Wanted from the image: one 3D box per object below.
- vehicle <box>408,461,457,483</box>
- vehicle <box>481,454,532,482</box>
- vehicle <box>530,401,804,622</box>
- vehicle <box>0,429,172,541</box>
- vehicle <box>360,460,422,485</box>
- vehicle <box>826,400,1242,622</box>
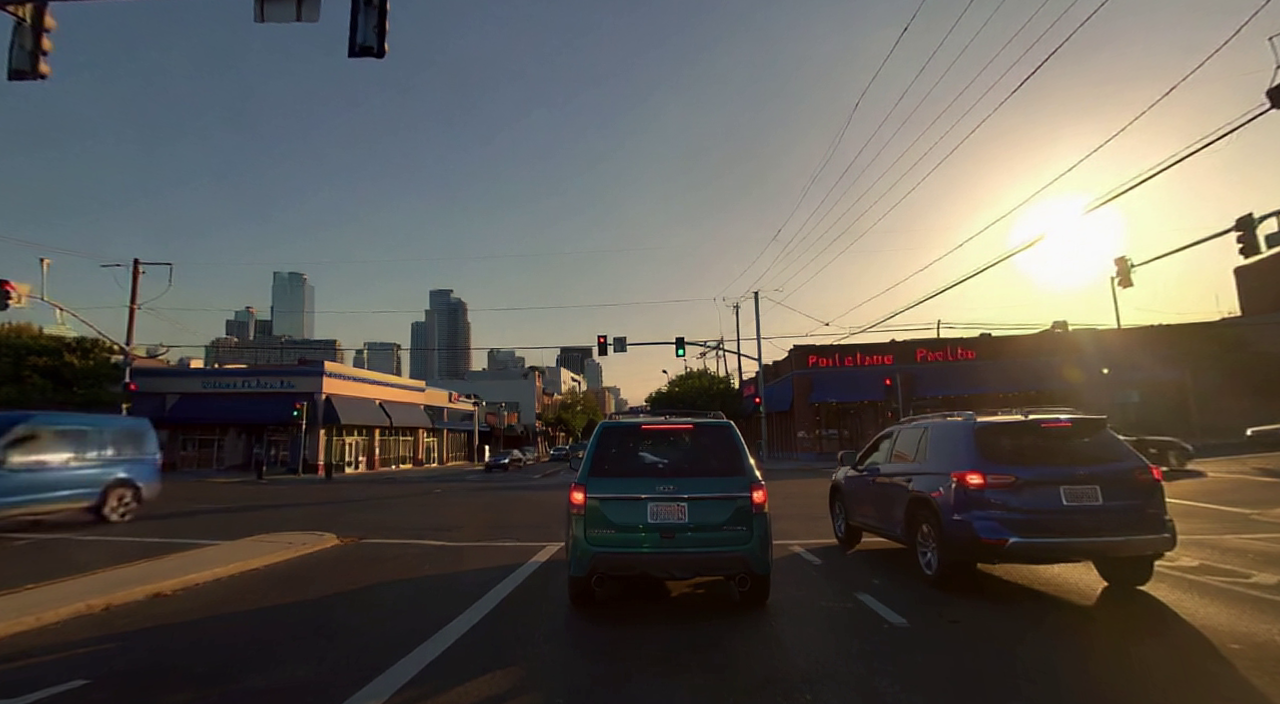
[{"bbox_3d":[-15.487,8.962,47.268,1.875,1.475,4.449,-1,-8,5],"label":"vehicle"},{"bbox_3d":[-8.976,7.800,42.740,2.023,1.713,4.451,-1,-8,6],"label":"vehicle"},{"bbox_3d":[0.256,1.510,6.829,2.098,1.682,3.778,0,-8,2],"label":"vehicle"},{"bbox_3d":[-11.201,2.290,11.183,2.029,1.776,4.711,-1,-8,3],"label":"vehicle"},{"bbox_3d":[-16.243,7.850,41.403,1.872,1.433,4.404,-1,-8,7],"label":"vehicle"},{"bbox_3d":[3.617,1.518,6.964,1.976,1.664,4.189,-1,-8,2],"label":"vehicle"}]
